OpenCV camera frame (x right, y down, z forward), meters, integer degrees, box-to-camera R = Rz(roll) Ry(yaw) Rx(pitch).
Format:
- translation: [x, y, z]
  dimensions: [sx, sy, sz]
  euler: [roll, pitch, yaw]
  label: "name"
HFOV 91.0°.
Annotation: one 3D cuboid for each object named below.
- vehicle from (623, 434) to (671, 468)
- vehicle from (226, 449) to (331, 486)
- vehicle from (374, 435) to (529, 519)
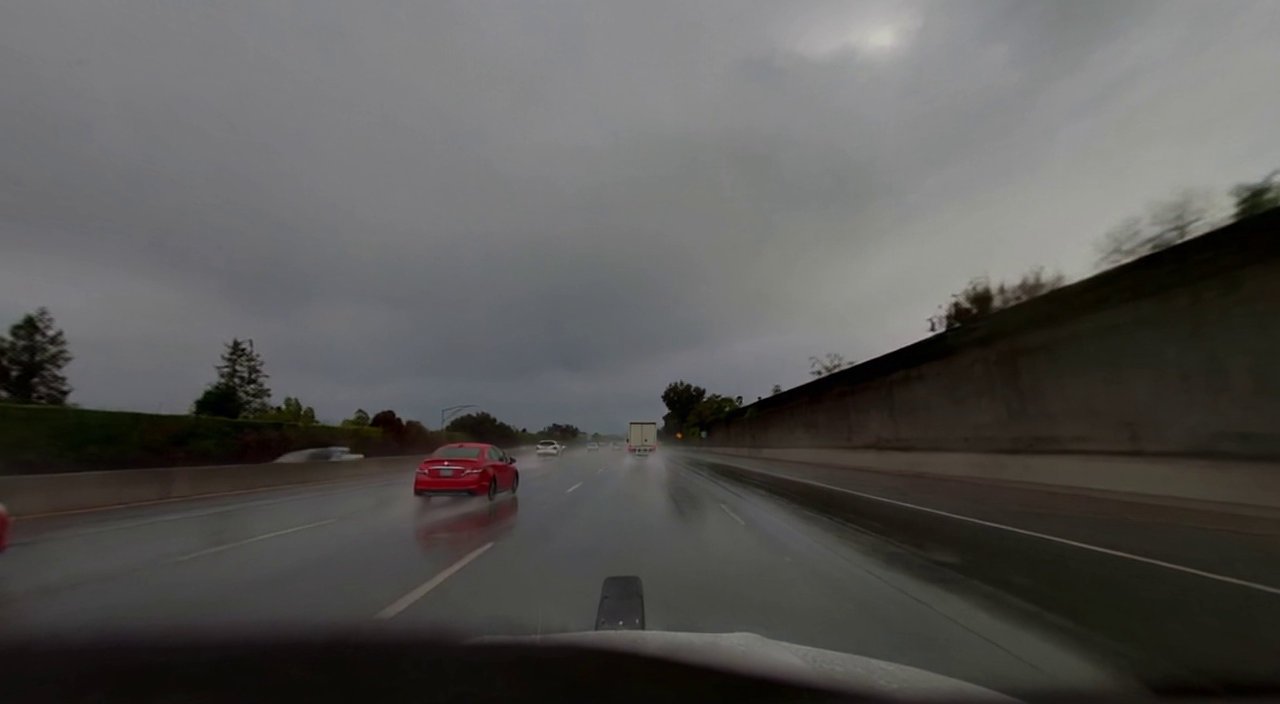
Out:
- translation: [0.383, 6.193, 39.638]
  dimensions: [2.856, 1.994, 4.931]
  euler: [0, -8, -1]
  label: "vehicle"
- translation: [-16.759, 5.342, 29.499]
  dimensions: [2.115, 1.526, 4.617]
  euler: [0, -9, 1]
  label: "vehicle"
- translation: [-3.822, 2.598, 13.671]
  dimensions: [2.000, 1.512, 4.371]
  euler: [0, -8, 0]
  label: "vehicle"
